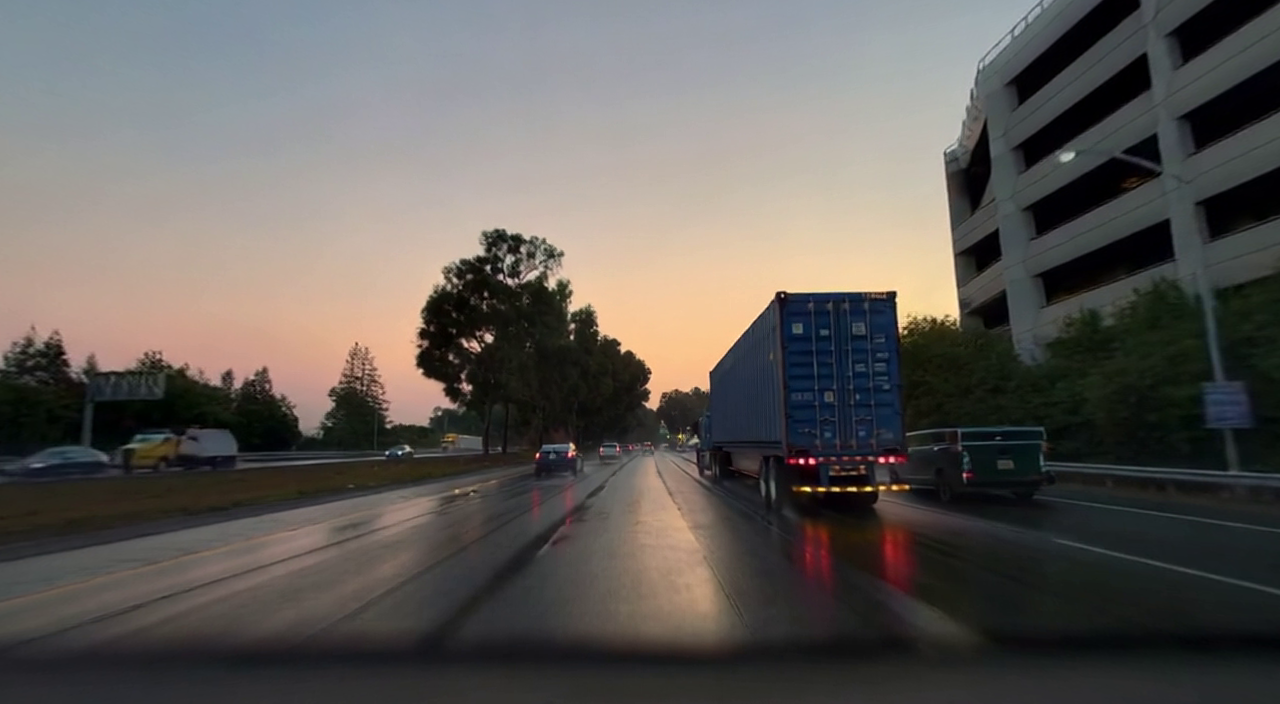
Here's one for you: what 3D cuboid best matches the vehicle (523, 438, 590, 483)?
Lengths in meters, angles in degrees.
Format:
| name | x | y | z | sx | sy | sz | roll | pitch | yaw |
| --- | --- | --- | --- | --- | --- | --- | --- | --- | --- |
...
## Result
| name | x | y | z | sx | sy | sz | roll | pitch | yaw |
| --- | --- | --- | --- | --- | --- | --- | --- | --- | --- |
| vehicle | -3.028 | 4.033 | 23.728 | 1.954 | 1.528 | 4.010 | 0 | -8 | 0 |

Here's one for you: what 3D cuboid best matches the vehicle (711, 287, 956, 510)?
| name | x | y | z | sx | sy | sz | roll | pitch | yaw |
| --- | --- | --- | --- | --- | --- | --- | --- | --- | --- |
| vehicle | 4.199 | 1.793 | 18.094 | 2.893 | 3.992 | 13.605 | -1 | -8 | 1 |
